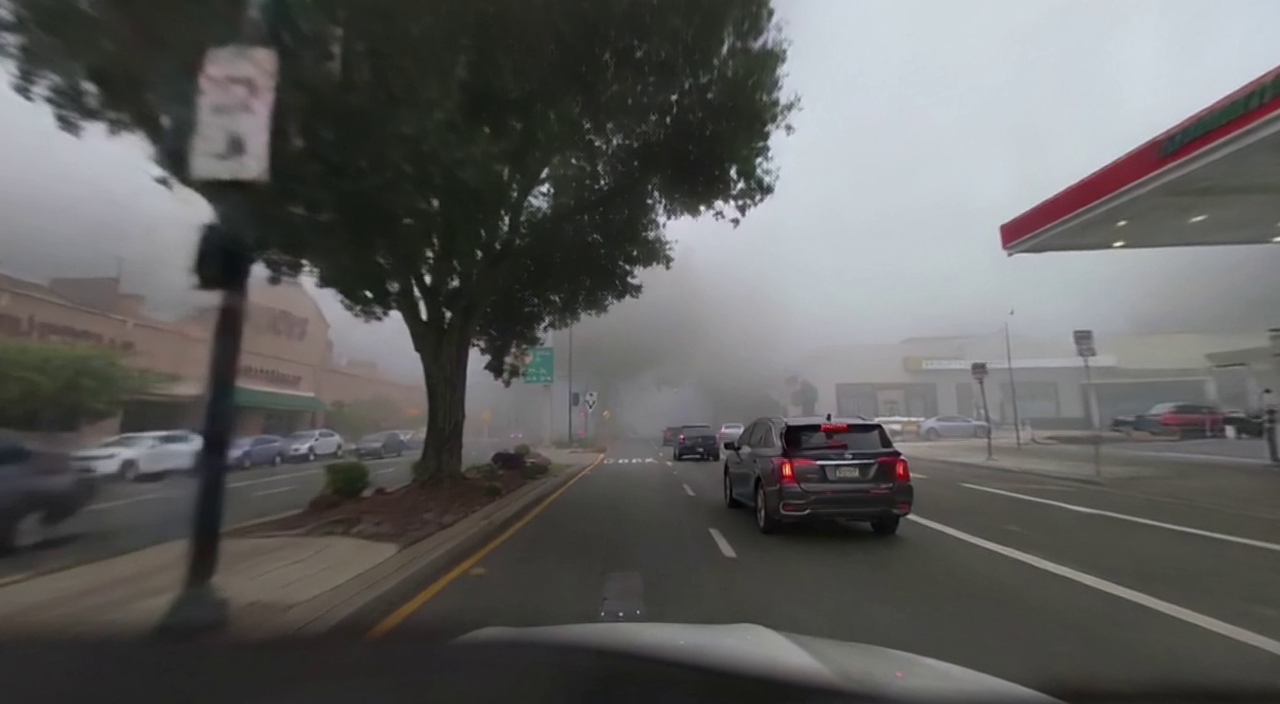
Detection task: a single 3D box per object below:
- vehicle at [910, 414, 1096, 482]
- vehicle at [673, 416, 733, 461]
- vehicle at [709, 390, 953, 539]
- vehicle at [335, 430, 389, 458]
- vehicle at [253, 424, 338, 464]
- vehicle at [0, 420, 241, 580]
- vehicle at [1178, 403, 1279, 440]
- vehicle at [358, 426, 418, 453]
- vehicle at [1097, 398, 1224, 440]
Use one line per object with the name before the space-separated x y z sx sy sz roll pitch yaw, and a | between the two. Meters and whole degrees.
vehicle | 9.700 2.655 17.496 2.177 1.593 5.027 0 -9 0
vehicle | 2.525 3.642 26.310 1.999 1.679 4.217 0 -9 -1
vehicle | 2.493 1.665 9.801 2.183 1.720 4.842 0 -9 -1
vehicle | -16.673 5.523 37.578 2.290 1.519 4.860 5 -10 -30
vehicle | -18.013 4.860 33.222 1.930 1.935 4.567 0 -9 -1
vehicle | -7.351 1.696 7.709 2.014 1.566 4.437 0 -9 0
vehicle | 28.266 3.340 29.707 2.131 1.561 3.901 0 -9 -1
vehicle | -18.068 6.326 45.359 2.129 1.843 5.067 0 -9 1
vehicle | 24.676 3.290 30.122 2.066 1.817 4.675 0 -9 1
